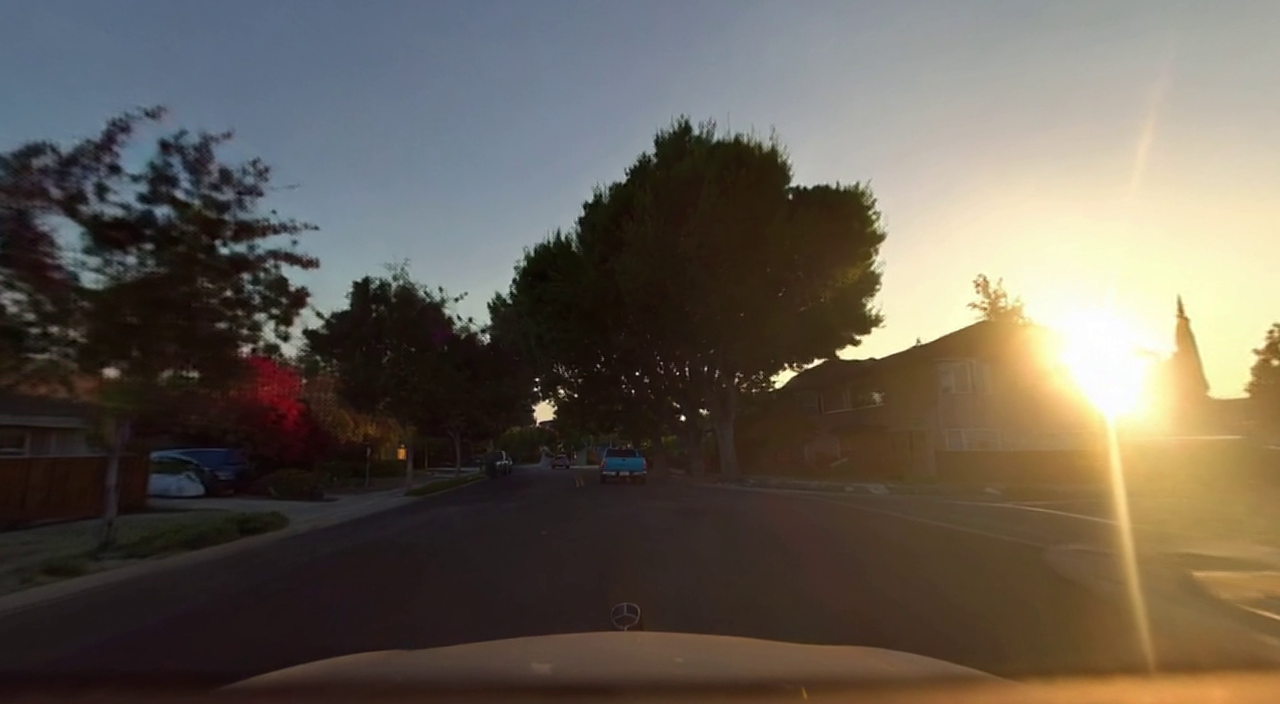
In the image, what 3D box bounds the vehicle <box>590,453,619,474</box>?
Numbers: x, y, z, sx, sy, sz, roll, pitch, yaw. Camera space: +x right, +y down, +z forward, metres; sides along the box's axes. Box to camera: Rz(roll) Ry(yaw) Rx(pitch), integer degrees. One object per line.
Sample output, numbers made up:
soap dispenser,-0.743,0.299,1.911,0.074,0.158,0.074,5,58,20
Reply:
vehicle,-2.674,8.267,47.000,2.064,1.477,3.968,1,-9,-4
